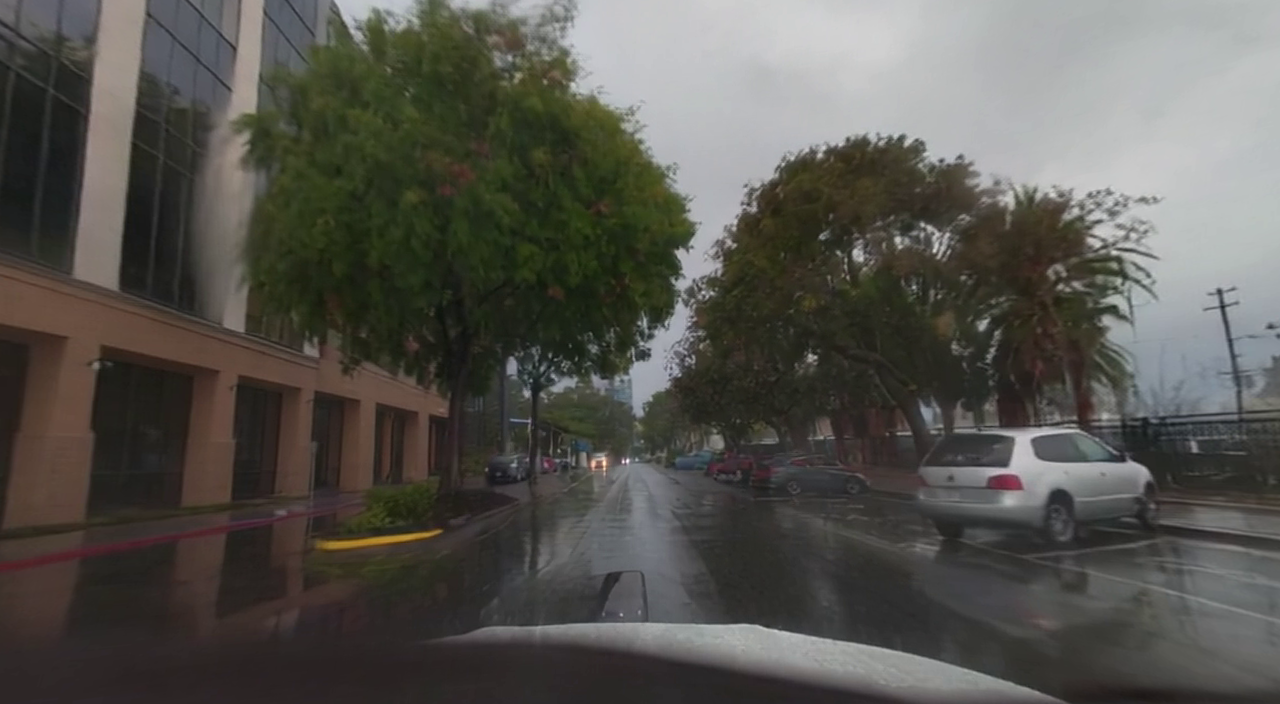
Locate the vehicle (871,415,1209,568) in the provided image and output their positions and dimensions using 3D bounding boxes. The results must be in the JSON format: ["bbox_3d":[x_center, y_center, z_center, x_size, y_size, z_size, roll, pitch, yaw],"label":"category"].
[{"bbox_3d":[6.474,2.015,10.169,5.061,1.829,2.274,2,-9,-29],"label":"vehicle"}]

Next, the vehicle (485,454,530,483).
[{"bbox_3d":[-8.776,7.736,42.204,2.172,1.707,4.273,0,-9,-1],"label":"vehicle"}]

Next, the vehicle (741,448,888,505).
[{"bbox_3d":[5.144,3.588,18.648,3.752,1.494,2.083,5,-10,-29],"label":"vehicle"}]
